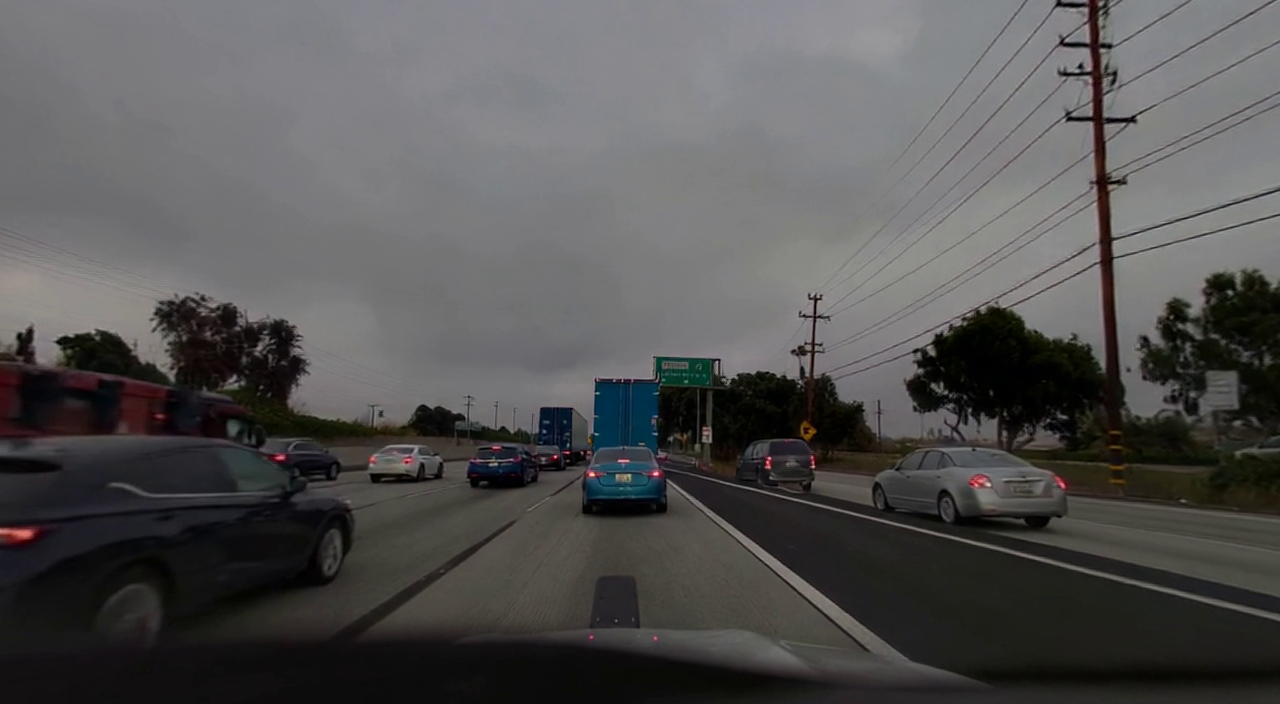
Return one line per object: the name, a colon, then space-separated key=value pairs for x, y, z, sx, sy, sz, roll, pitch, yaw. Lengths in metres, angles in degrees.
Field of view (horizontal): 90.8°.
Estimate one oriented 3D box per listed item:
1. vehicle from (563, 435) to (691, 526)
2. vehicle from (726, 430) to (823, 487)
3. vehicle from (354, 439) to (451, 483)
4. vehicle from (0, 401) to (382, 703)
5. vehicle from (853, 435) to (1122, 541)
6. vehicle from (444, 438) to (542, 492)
vehicle: x=-0.312 y=2.430 z=12.479 sx=2.112 sy=1.463 sz=4.012 roll=0 pitch=-9 yaw=-3
vehicle: x=4.322 y=3.507 z=21.045 sx=2.023 sy=1.676 sz=4.002 roll=1 pitch=-9 yaw=-6
vehicle: x=-8.841 y=4.081 z=23.986 sx=1.988 sy=1.472 sz=4.852 roll=0 pitch=-9 yaw=-3
vehicle: x=-3.762 y=1.161 z=3.982 sx=2.235 sy=1.472 sz=4.860 roll=0 pitch=-9 yaw=0
vehicle: x=5.440 y=2.156 z=10.686 sx=1.878 sy=1.406 sz=4.164 roll=1 pitch=-9 yaw=-6
vehicle: x=-4.411 y=3.498 z=19.883 sx=1.960 sy=1.450 sz=5.246 roll=0 pitch=-9 yaw=-2
